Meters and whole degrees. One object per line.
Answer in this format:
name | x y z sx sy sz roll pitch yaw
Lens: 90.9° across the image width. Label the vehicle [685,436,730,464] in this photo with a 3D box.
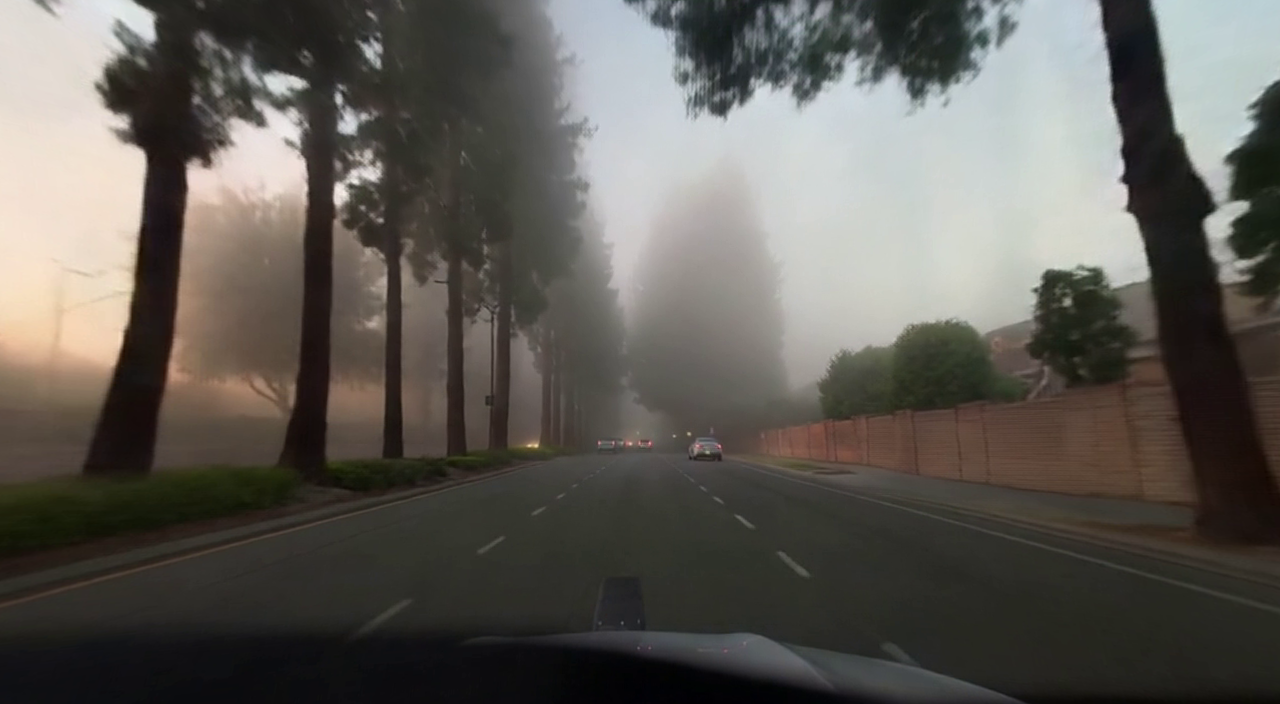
vehicle | 4.075 6.015 38.934 2.237 1.578 4.621 0 -8 -1
